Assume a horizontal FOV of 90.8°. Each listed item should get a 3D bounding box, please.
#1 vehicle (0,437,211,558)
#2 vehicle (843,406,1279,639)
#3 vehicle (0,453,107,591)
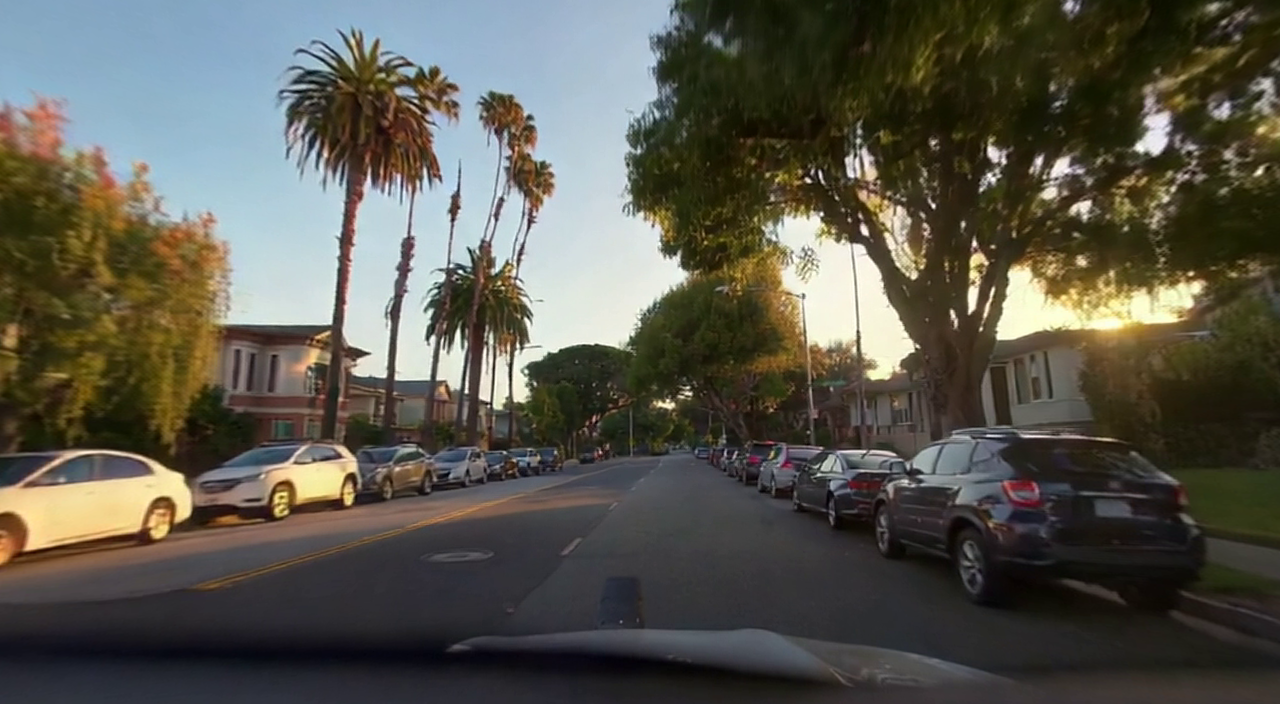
[{"bbox_3d":[-9.391,2.202,9.909,3.910,1.684,1.919,3,-9,-19],"label":"vehicle"},{"bbox_3d":[3.894,1.562,6.857,2.016,1.670,4.372,0,-8,1],"label":"vehicle"},{"bbox_3d":[-9.028,1.923,7.295,3.871,1.460,1.839,3,-9,-18],"label":"vehicle"}]
